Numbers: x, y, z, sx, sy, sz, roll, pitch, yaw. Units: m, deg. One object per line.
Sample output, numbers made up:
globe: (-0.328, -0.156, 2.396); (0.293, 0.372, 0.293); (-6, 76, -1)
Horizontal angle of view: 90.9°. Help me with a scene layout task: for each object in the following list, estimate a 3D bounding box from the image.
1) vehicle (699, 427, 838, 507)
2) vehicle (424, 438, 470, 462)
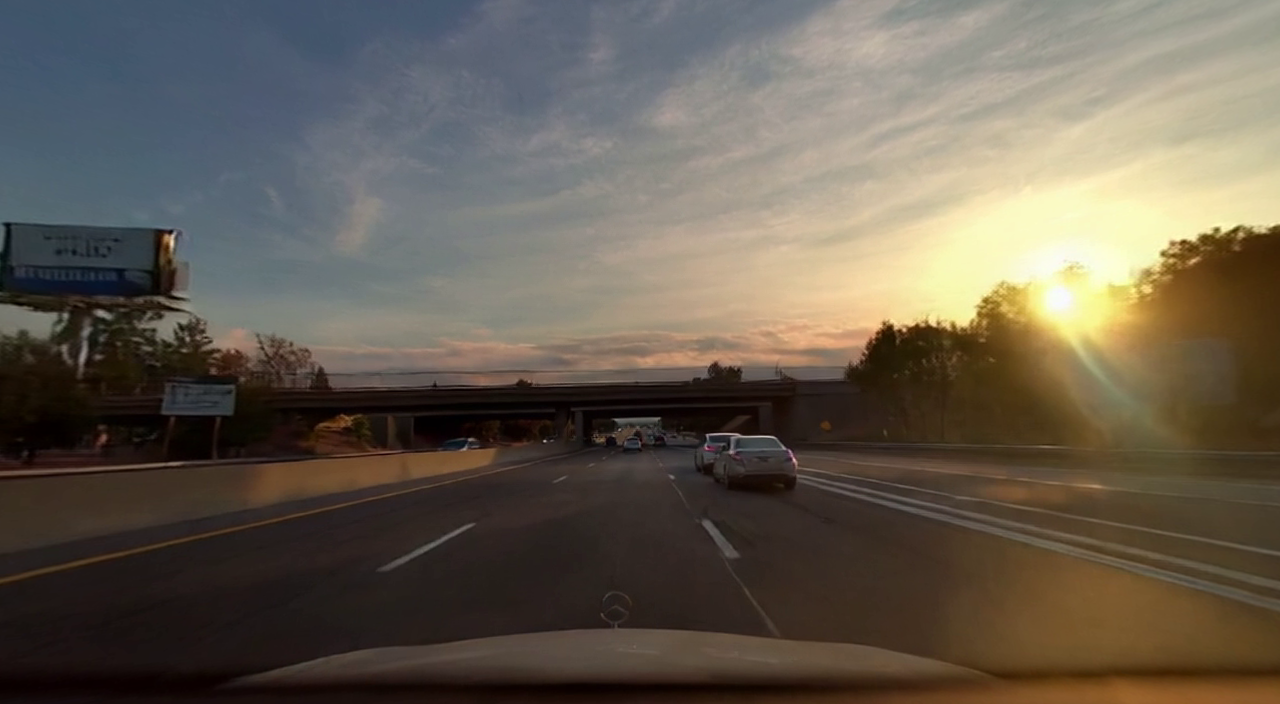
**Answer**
vehicle: (2.895, 2.716, 15.551); (2.240, 1.646, 4.949); (1, -8, -2)
vehicle: (-12.374, 6.304, 40.583); (1.835, 1.425, 3.515); (0, -8, 1)
